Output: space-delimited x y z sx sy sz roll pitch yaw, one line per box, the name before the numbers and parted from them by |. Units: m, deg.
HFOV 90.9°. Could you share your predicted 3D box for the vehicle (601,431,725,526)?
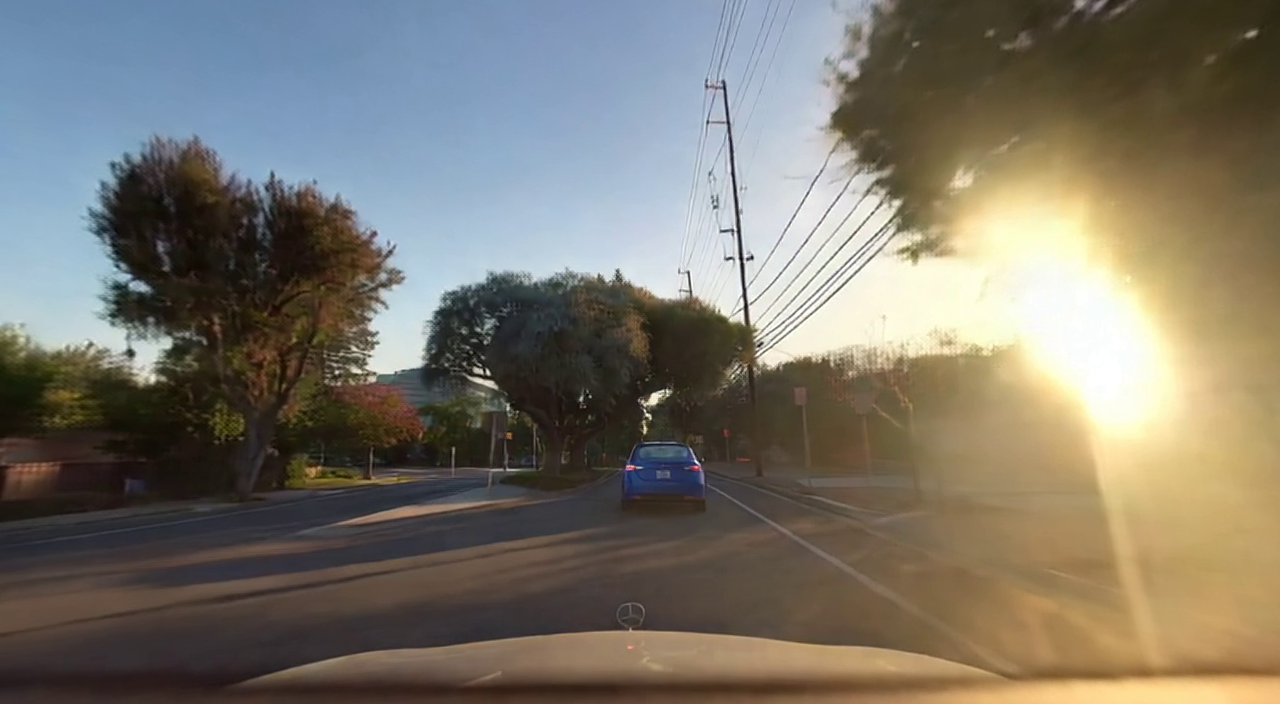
vehicle | 0.408 2.573 13.344 2.200 1.653 4.127 0 -9 0
